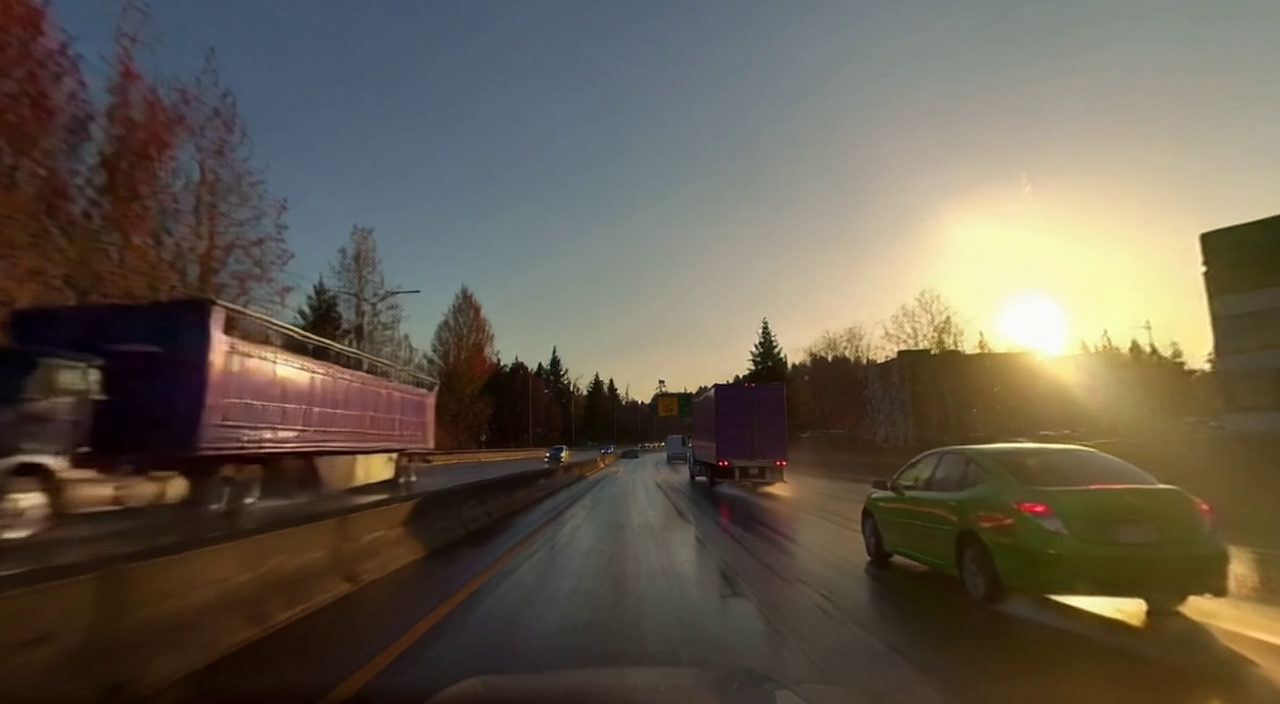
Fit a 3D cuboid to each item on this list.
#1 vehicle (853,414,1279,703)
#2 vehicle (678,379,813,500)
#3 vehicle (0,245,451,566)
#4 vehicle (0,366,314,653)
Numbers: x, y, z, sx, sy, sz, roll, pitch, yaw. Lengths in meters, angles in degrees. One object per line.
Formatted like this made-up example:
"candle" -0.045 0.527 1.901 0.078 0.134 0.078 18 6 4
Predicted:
"vehicle" 3.532 1.420 5.361 1.971 1.558 3.834 0 -9 -1
"vehicle" 3.546 3.691 25.828 2.916 3.563 14.462 0 -9 -1
"vehicle" -8.751 1.828 15.681 2.954 4.061 15.604 -1 -9 1
"vehicle" -5.058 1.215 5.310 2.038 1.801 4.594 -1 -9 1
